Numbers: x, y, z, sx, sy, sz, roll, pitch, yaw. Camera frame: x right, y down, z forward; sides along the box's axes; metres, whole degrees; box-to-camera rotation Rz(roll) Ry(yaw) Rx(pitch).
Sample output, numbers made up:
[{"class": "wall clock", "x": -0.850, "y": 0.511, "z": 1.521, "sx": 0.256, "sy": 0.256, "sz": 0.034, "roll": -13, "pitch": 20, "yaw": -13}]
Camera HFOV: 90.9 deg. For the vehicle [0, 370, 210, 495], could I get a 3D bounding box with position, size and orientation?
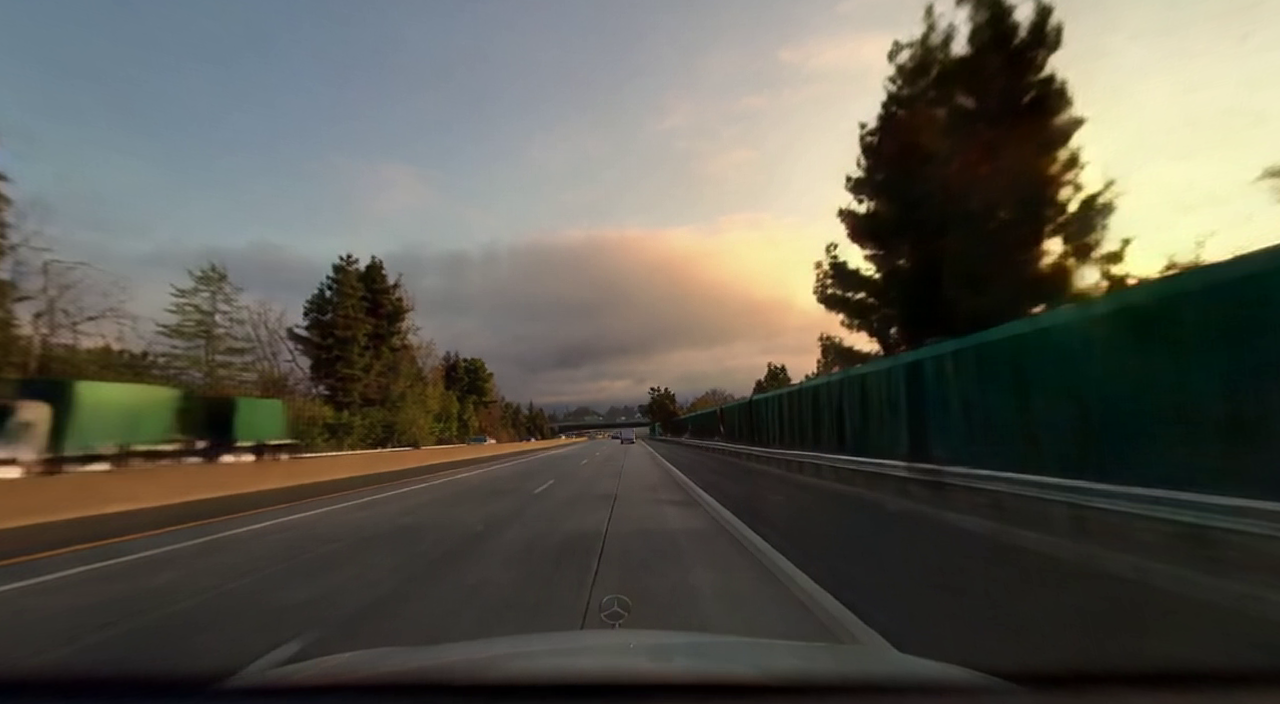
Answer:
[{"class": "vehicle", "x": -17.360, "y": 2.577, "z": 20.263, "sx": 2.903, "sy": 3.412, "sz": 5.821, "roll": 0, "pitch": -7, "yaw": -2}]
